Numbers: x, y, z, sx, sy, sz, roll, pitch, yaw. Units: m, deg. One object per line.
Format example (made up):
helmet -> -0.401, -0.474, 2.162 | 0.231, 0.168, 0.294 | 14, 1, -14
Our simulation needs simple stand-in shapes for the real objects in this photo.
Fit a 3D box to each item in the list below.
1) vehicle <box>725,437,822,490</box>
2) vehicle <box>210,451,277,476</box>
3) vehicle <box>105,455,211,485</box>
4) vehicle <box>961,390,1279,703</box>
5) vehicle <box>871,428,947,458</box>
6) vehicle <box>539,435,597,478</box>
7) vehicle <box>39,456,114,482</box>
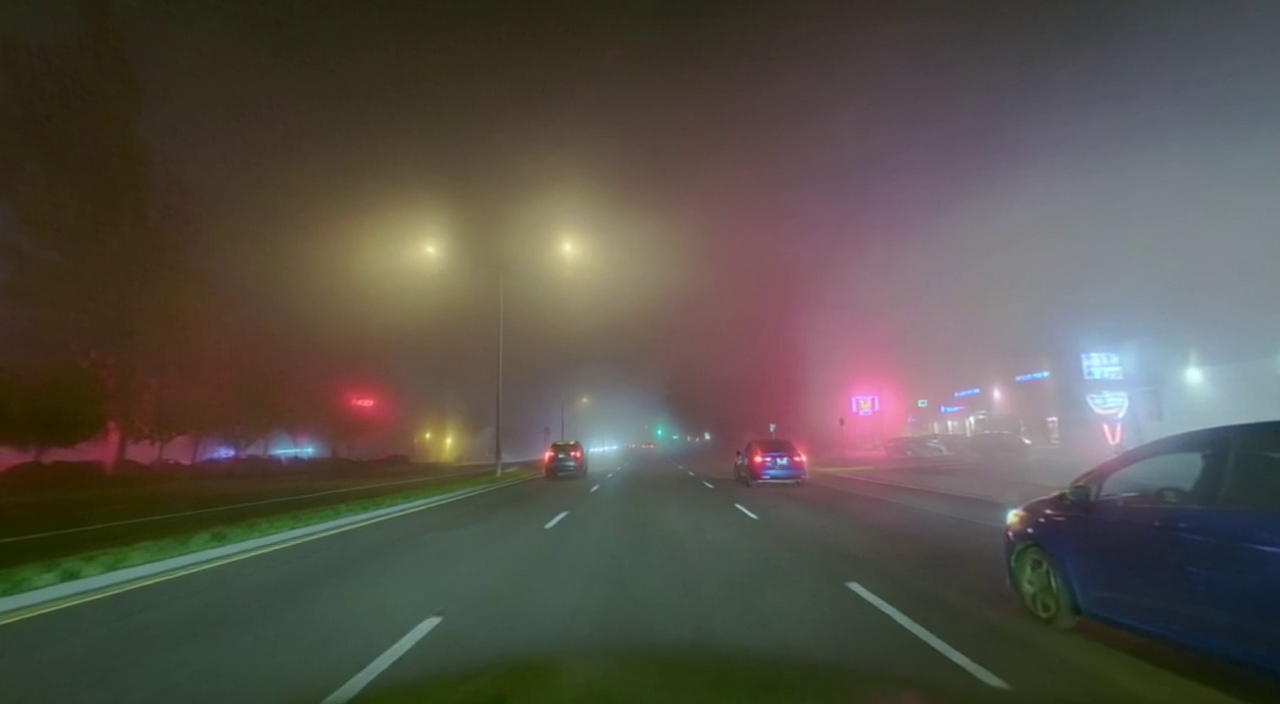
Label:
vehicle -> 4.141, 3.539, 20.400 | 2.036, 1.480, 4.659 | 0, -8, -1
vehicle -> -30.726, 8.641, 49.001 | 1.925, 1.776, 4.722 | -1, -8, 4
vehicle -> -29.153, 7.090, 38.242 | 1.998, 1.623, 4.681 | -8, -11, 41
vehicle -> 3.599, 0.931, 2.734 | 1.976, 1.491, 4.714 | 0, -8, 1
vehicle -> 20.796, 7.079, 49.215 | 2.705, 2.011, 7.332 | -3, -8, 1
vehicle -> -3.096, 4.610, 27.995 | 1.981, 1.731, 4.360 | 0, -8, 1
vehicle -> -43.765, 9.067, 49.120 | 1.895, 1.764, 4.510 | 0, -8, -5
